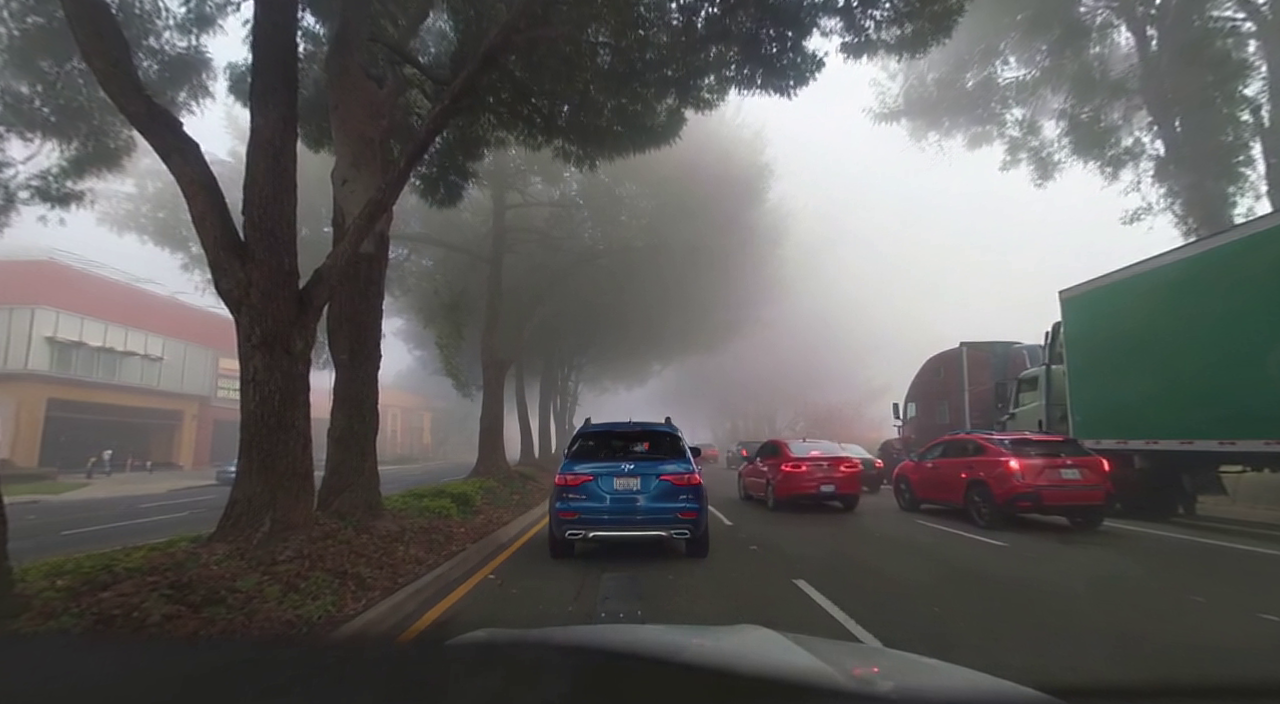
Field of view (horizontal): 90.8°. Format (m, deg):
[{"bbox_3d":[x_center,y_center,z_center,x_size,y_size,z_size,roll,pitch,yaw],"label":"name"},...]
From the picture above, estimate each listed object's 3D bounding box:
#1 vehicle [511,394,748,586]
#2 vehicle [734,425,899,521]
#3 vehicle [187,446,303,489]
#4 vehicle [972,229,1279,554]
[{"bbox_3d":[-0.121,1.672,8.409,2.320,1.880,4.192,0,-9,-1],"label":"vehicle"},{"bbox_3d":[3.389,2.435,13.235,2.123,1.648,4.547,0,-9,0],"label":"vehicle"},{"bbox_3d":[-19.330,5.636,31.305,2.302,1.939,5.221,0,-9,1],"label":"vehicle"},{"bbox_3d":[9.986,0.352,7.237,2.879,4.284,17.334,0,-9,0],"label":"vehicle"}]
